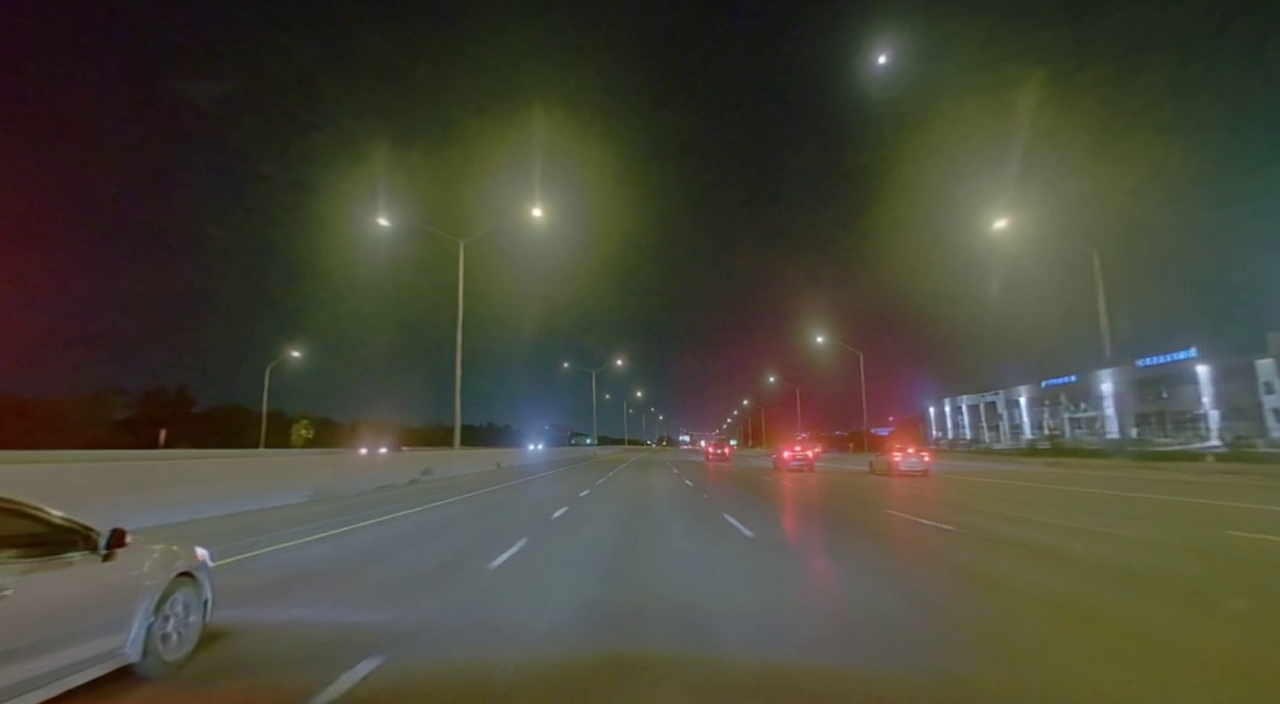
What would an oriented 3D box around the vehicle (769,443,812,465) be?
[{"bbox_3d":[11.003,7.521,46.500,2.000,1.514,4.585,0,-9,0],"label":"vehicle"}]
